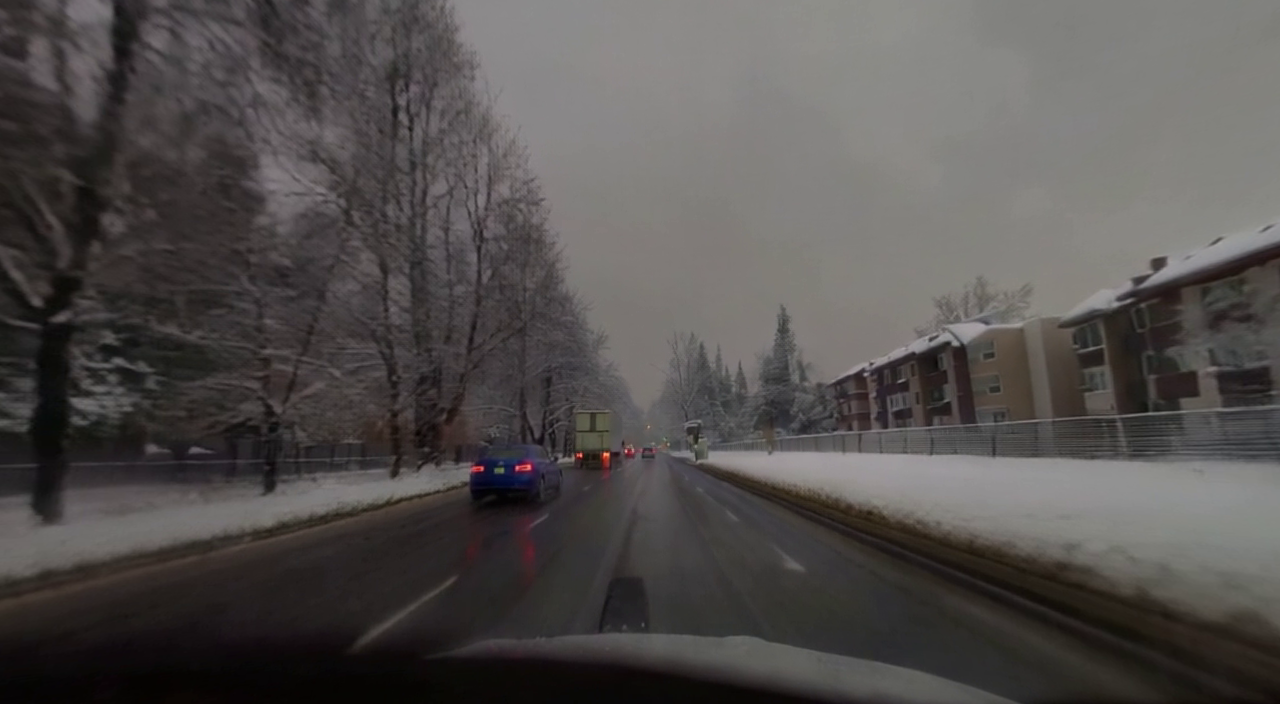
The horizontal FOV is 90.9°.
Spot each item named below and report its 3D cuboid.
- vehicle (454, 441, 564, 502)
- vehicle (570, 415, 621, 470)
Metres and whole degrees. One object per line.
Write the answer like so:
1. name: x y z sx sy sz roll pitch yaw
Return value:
1. vehicle: -3.484 3.254 17.624 2.005 1.462 4.345 0 -9 2
2. vehicle: -2.803 6.126 42.467 2.746 3.276 8.572 0 -9 1
